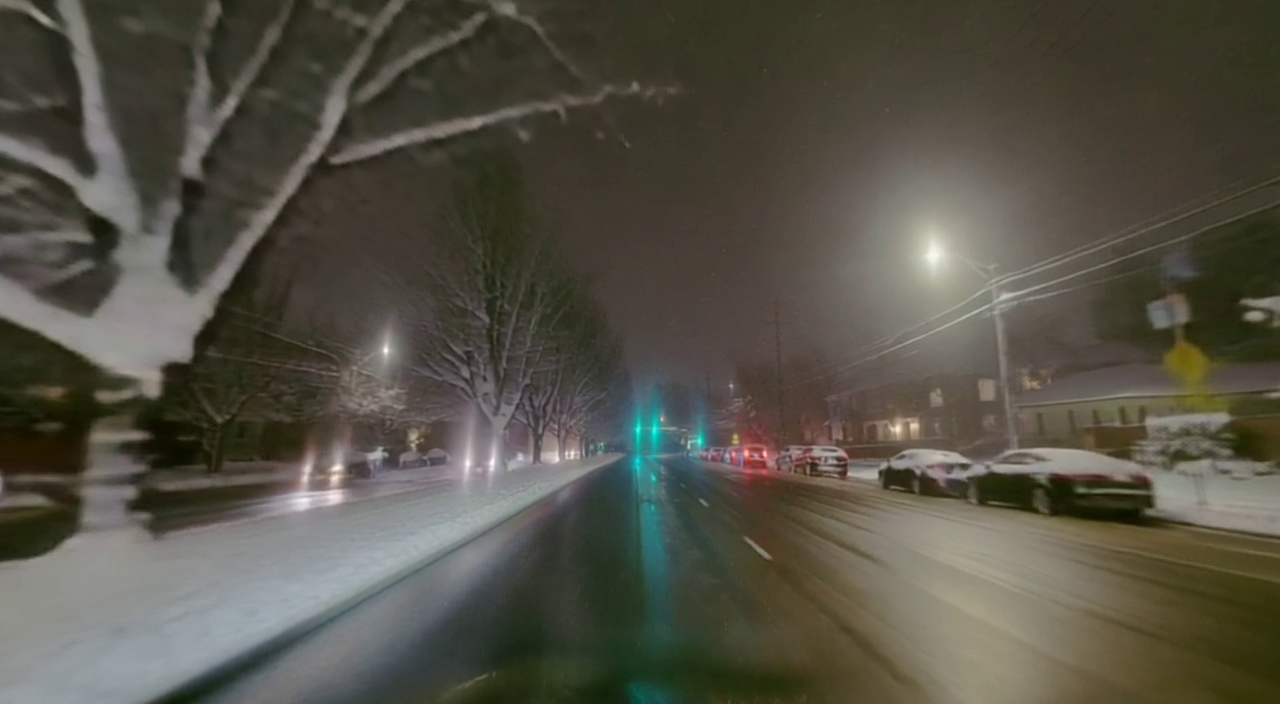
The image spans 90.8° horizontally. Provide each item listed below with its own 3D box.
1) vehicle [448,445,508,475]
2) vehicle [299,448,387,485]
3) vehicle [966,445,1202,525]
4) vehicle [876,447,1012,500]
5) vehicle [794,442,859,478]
[{"bbox_3d":[-8.631,5.763,34.146,1.979,1.484,4.711,-1,-8,1],"label":"vehicle"},{"bbox_3d":[-12.671,4.881,27.264,1.769,1.418,4.173,-1,-8,0],"label":"vehicle"},{"bbox_3d":[9.642,2.868,14.339,1.899,1.475,4.572,0,-8,-2],"label":"vehicle"},{"bbox_3d":[9.492,3.792,20.241,1.918,1.454,4.683,0,-8,-1],"label":"vehicle"},{"bbox_3d":[9.639,5.599,33.070,1.885,1.685,4.430,0,-8,-2],"label":"vehicle"}]
